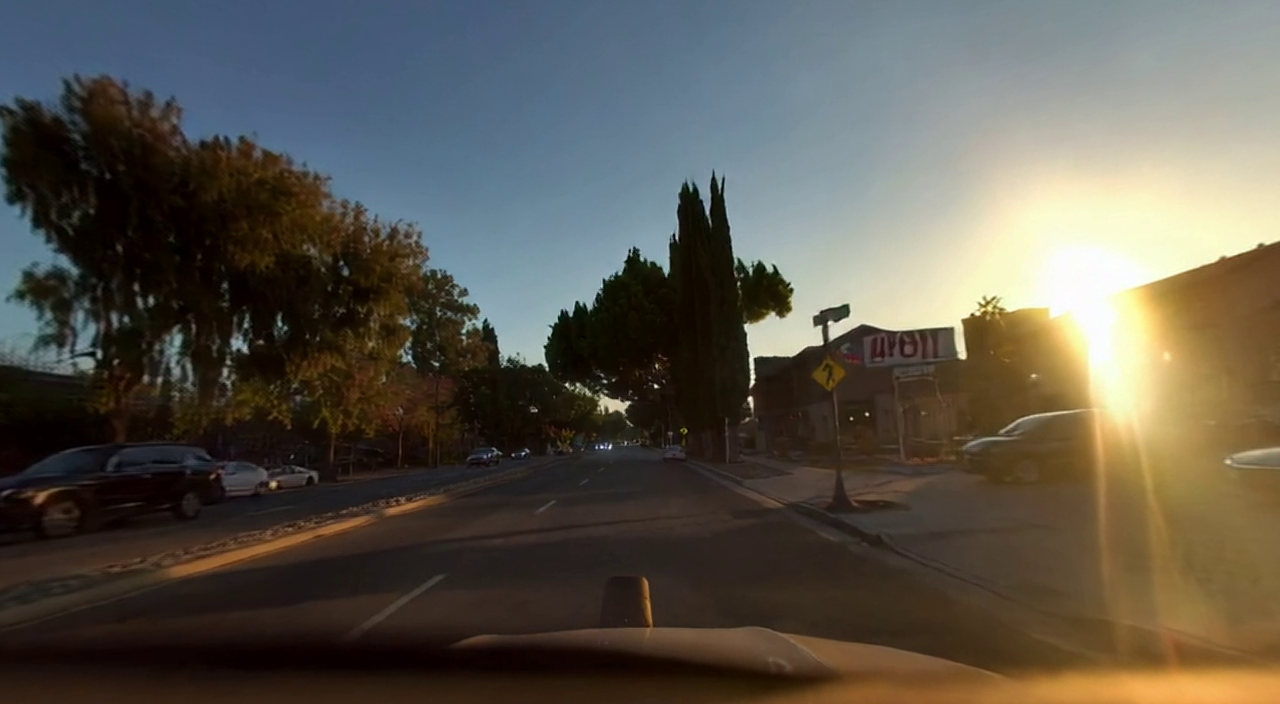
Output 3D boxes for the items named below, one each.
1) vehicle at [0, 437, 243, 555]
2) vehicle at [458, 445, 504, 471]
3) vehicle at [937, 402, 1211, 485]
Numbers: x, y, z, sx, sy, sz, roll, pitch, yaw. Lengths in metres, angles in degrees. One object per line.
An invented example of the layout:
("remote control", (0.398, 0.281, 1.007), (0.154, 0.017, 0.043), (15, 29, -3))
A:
("vehicle", (-11.715, 2.916, 13.773), (2.228, 1.976, 5.857), (0, -9, 0))
("vehicle", (-11.655, 7.794, 46.598), (2.079, 1.812, 4.757), (0, -9, 1))
("vehicle", (9.774, 2.092, 14.494), (4.843, 1.748, 1.985), (0, -9, -3))
